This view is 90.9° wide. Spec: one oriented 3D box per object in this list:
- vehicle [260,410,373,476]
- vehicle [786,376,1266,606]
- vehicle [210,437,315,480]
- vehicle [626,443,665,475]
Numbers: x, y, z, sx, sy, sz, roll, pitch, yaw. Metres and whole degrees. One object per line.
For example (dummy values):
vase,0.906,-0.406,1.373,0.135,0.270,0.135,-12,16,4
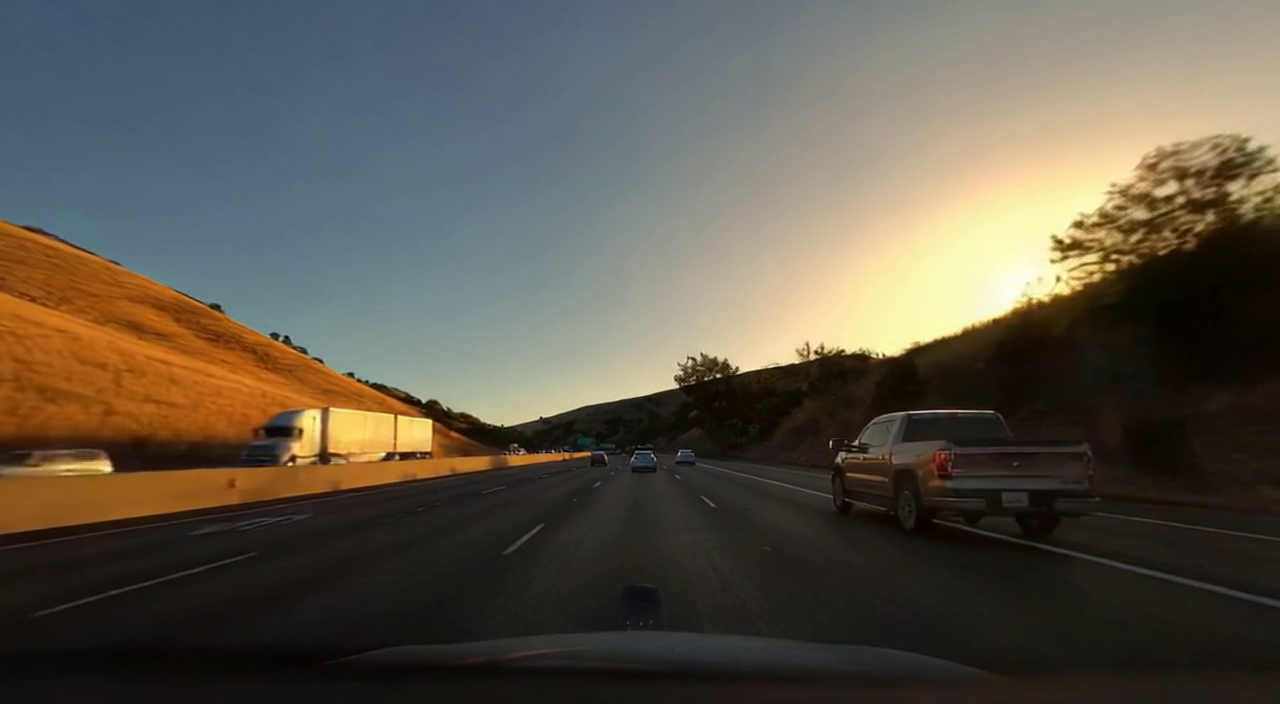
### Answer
vehicle,-20.113,5.748,39.925,3.064,3.722,7.499,0,-8,0
vehicle,4.027,1.630,8.466,2.700,1.980,5.866,0,-8,0
vehicle,-16.056,4.540,27.118,1.855,1.664,4.257,0,-8,0
vehicle,0.263,6.005,35.719,2.086,1.685,4.206,0,-8,0
